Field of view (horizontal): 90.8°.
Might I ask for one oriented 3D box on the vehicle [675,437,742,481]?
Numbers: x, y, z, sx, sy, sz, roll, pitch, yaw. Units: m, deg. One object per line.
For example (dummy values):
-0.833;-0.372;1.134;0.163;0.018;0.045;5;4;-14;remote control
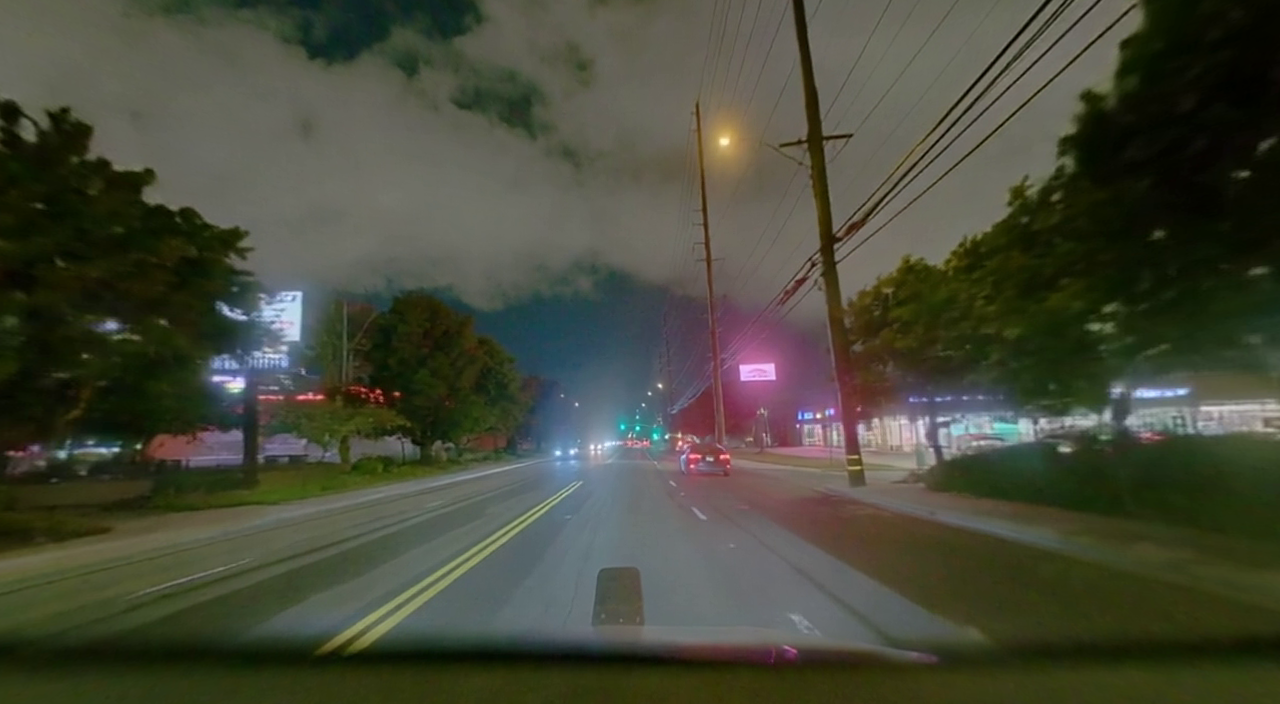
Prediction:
2.444;3.929;23.427;1.975;1.497;3.647;0;-8;-1;vehicle
